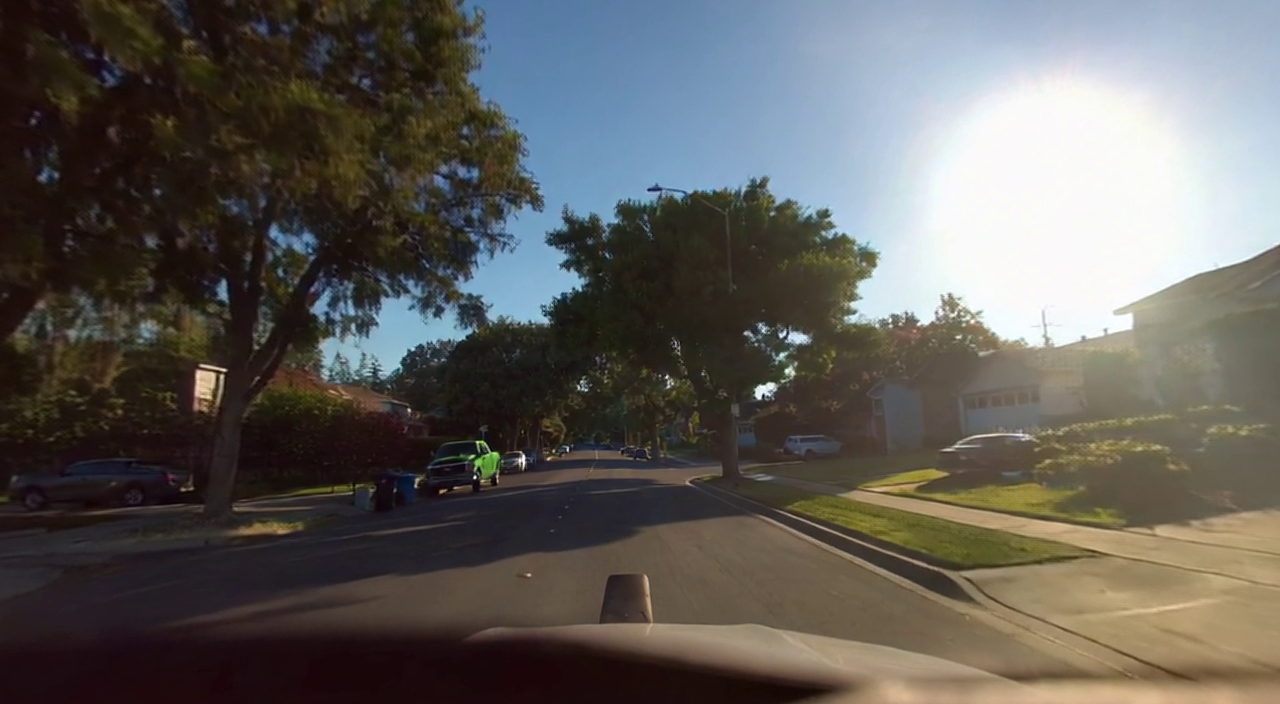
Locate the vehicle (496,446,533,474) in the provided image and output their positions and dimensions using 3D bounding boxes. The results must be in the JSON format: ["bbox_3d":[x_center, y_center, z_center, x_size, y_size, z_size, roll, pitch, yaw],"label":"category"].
[{"bbox_3d":[-8.578,7.405,43.519,1.945,1.530,4.430,-4,-7,-5],"label":"vehicle"}]

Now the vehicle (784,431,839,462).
[{"bbox_3d":[10.945,6.014,40.529,1.936,1.687,4.714,-4,-7,-2],"label":"vehicle"}]

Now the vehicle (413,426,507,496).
[{"bbox_3d":[-7.256,4.387,26.191,2.223,2.115,5.707,5,-4,-2],"label":"vehicle"}]

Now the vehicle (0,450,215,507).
[{"bbox_3d":[-15.762,3.760,18.858,4.617,1.491,1.953,-1,-10,-2],"label":"vehicle"}]
